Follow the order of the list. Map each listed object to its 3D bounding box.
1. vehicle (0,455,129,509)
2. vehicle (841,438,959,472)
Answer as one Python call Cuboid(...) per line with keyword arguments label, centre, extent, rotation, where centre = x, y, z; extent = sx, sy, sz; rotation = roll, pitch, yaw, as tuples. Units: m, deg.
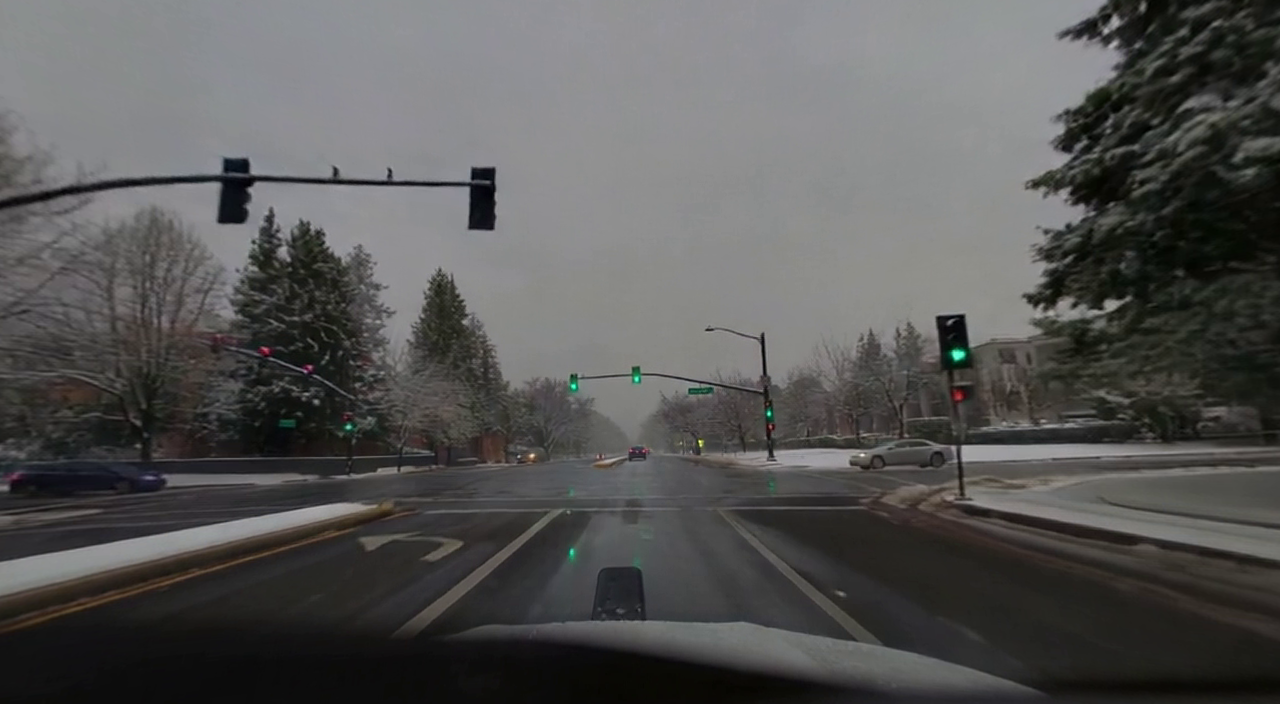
Cuboid(label="vehicle", centre=(-22.295, 4.873, 23.789), extent=(4.445, 1.805, 1.944), rotation=(-1, -8, 2))
Cuboid(label="vehicle", centre=(12.170, 4.855, 29.811), extent=(4.611, 1.505, 2.029), rotation=(0, -9, -1))
